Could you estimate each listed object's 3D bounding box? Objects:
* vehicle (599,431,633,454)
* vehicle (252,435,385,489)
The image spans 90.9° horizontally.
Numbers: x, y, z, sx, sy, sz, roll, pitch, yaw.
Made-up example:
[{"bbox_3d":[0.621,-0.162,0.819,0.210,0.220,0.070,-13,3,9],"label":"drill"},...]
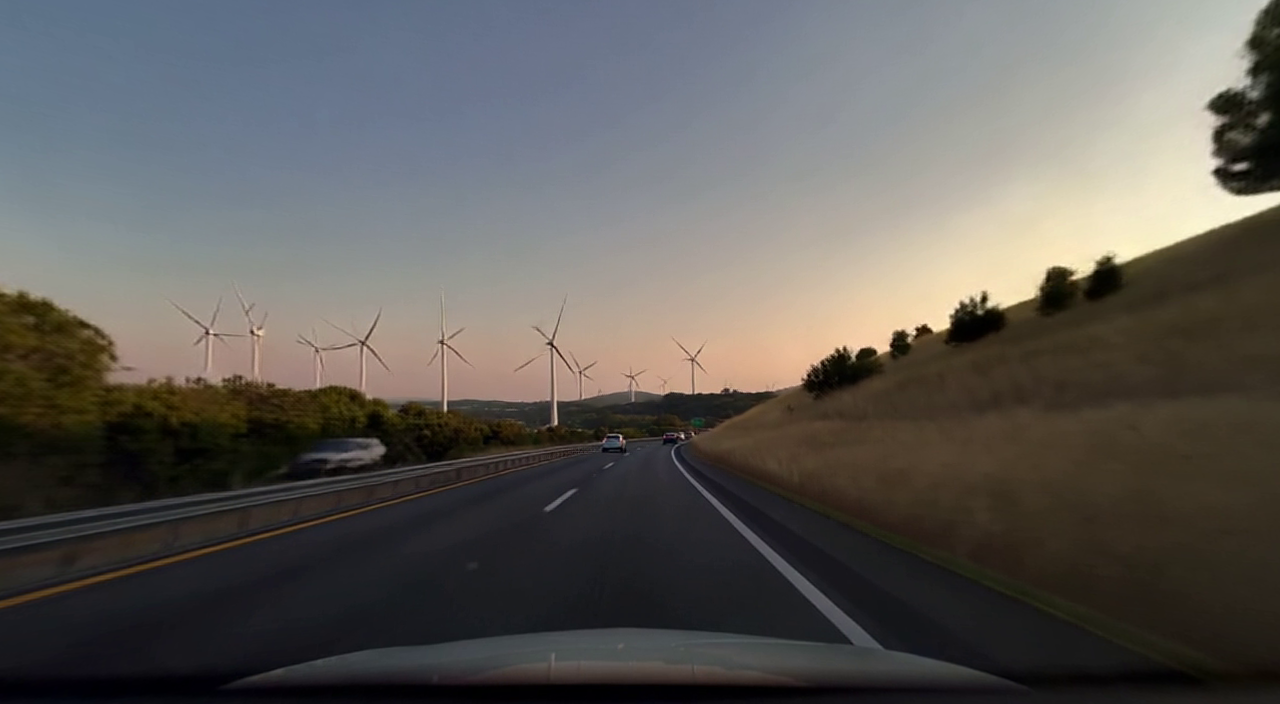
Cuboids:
[{"bbox_3d":[-1.729,6.711,46.867,2.123,1.629,4.180,0,-8,3],"label":"vehicle"},{"bbox_3d":[-9.491,3.238,19.016,1.850,1.450,3.951,0,-8,1],"label":"vehicle"}]
